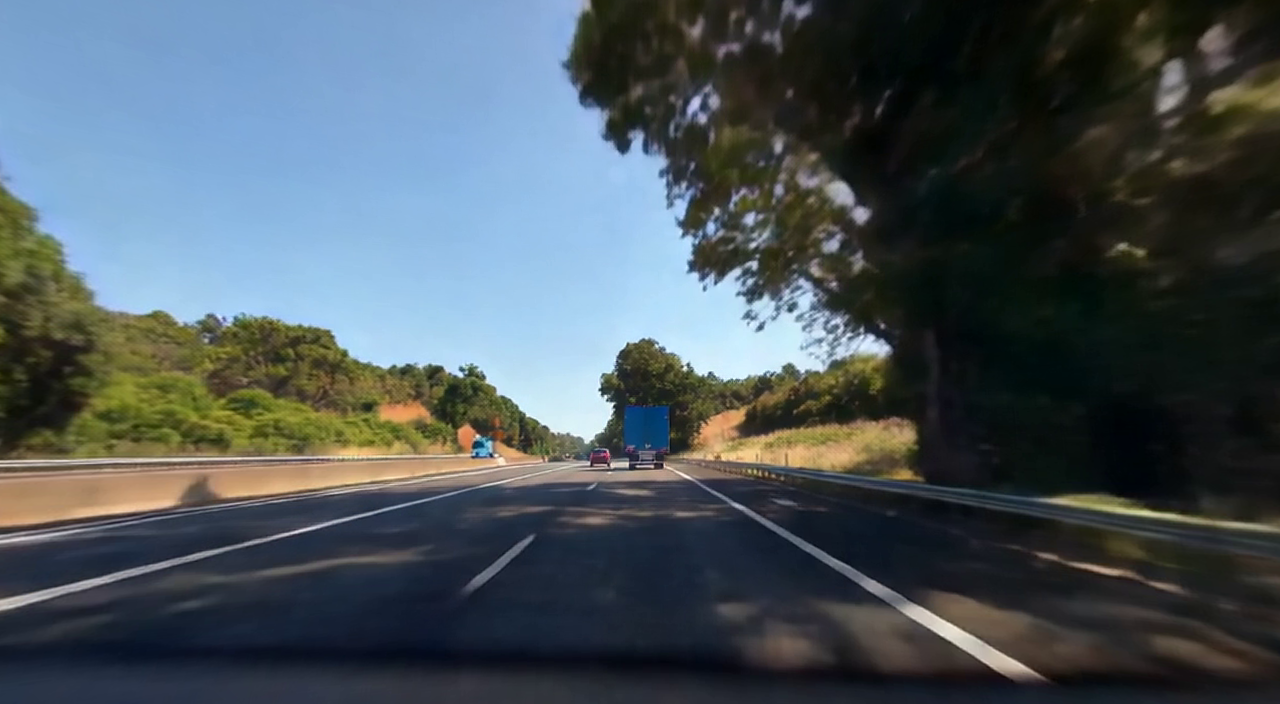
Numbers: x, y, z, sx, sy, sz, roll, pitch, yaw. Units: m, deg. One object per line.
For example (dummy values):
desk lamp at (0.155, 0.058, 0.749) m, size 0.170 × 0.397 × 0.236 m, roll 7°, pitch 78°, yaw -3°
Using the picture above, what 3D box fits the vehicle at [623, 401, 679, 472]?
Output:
vehicle at (0.476, 5.611, 41.010) m, size 3.055 × 4.009 × 10.972 m, roll 0°, pitch -9°, yaw -2°
